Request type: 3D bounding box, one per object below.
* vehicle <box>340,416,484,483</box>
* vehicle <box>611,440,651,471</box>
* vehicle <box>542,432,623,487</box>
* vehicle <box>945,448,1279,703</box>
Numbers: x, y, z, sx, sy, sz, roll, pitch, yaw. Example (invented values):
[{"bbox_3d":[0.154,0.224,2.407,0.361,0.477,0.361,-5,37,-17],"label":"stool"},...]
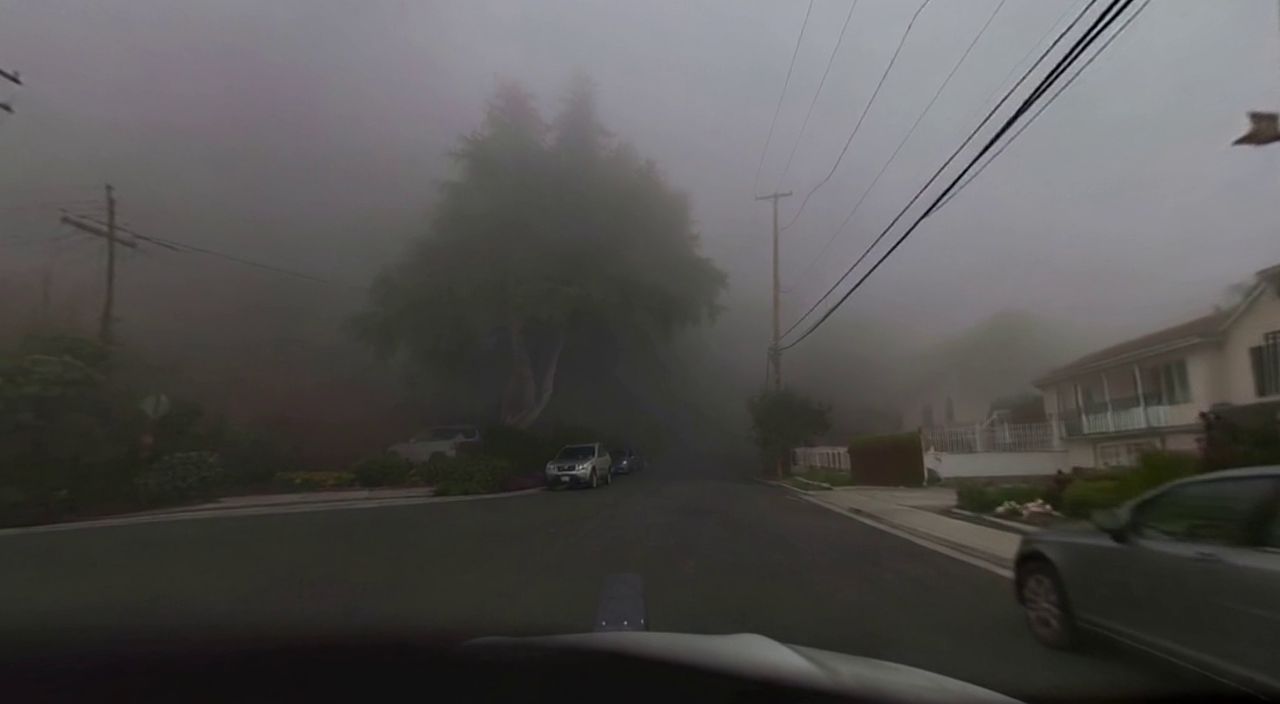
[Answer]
[{"bbox_3d":[-10.182,4.427,28.747,5.828,2.818,2.231,2,-9,-13],"label":"vehicle"},{"bbox_3d":[-0.521,6.850,41.948,2.139,1.882,4.635,-1,-9,6],"label":"vehicle"},{"bbox_3d":[-2.141,4.323,25.647,2.463,1.951,5.794,0,-9,3],"label":"vehicle"},{"bbox_3d":[3.737,1.212,3.053,2.151,1.468,5.066,0,-9,2],"label":"vehicle"}]
